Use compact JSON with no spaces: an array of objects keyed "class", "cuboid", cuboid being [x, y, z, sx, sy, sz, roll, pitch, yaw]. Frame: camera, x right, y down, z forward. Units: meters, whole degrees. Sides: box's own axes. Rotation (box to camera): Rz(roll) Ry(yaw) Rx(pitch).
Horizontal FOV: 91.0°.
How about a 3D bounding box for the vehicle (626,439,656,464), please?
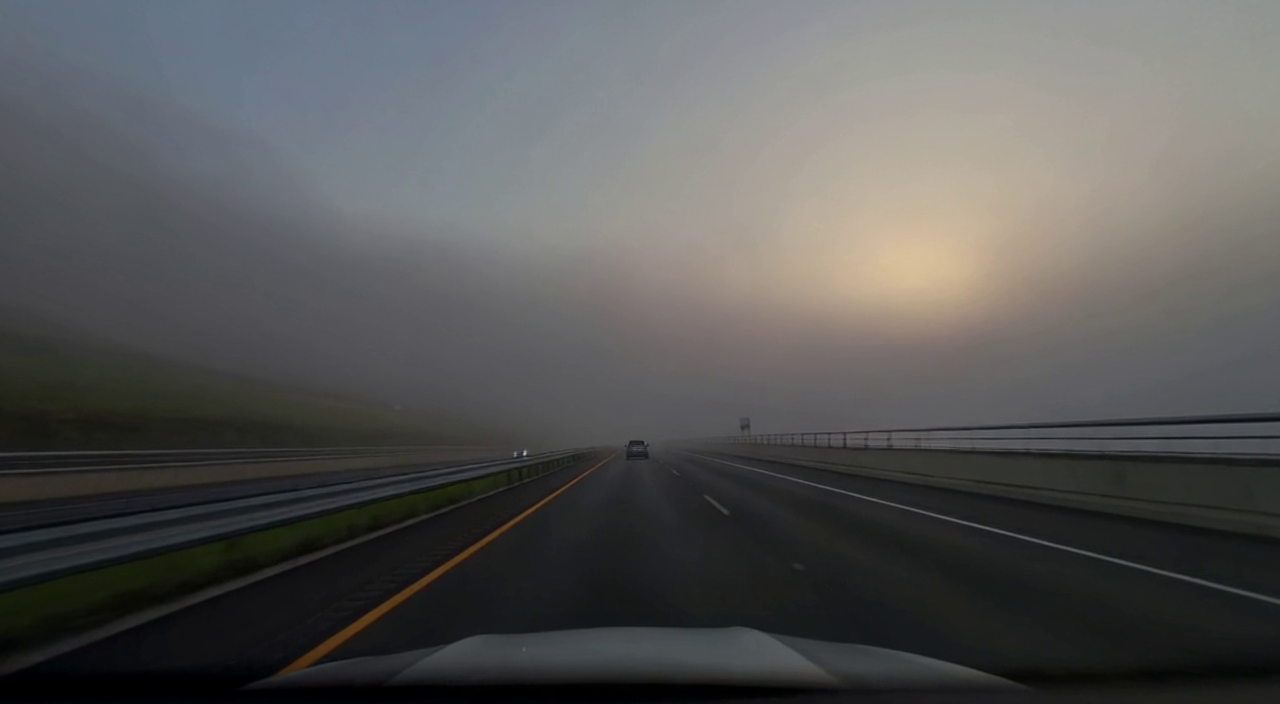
[{"class":"vehicle","cuboid":[0.024,7.210,45.898,2.059,1.696,4.165,0,-8,-1]}]
